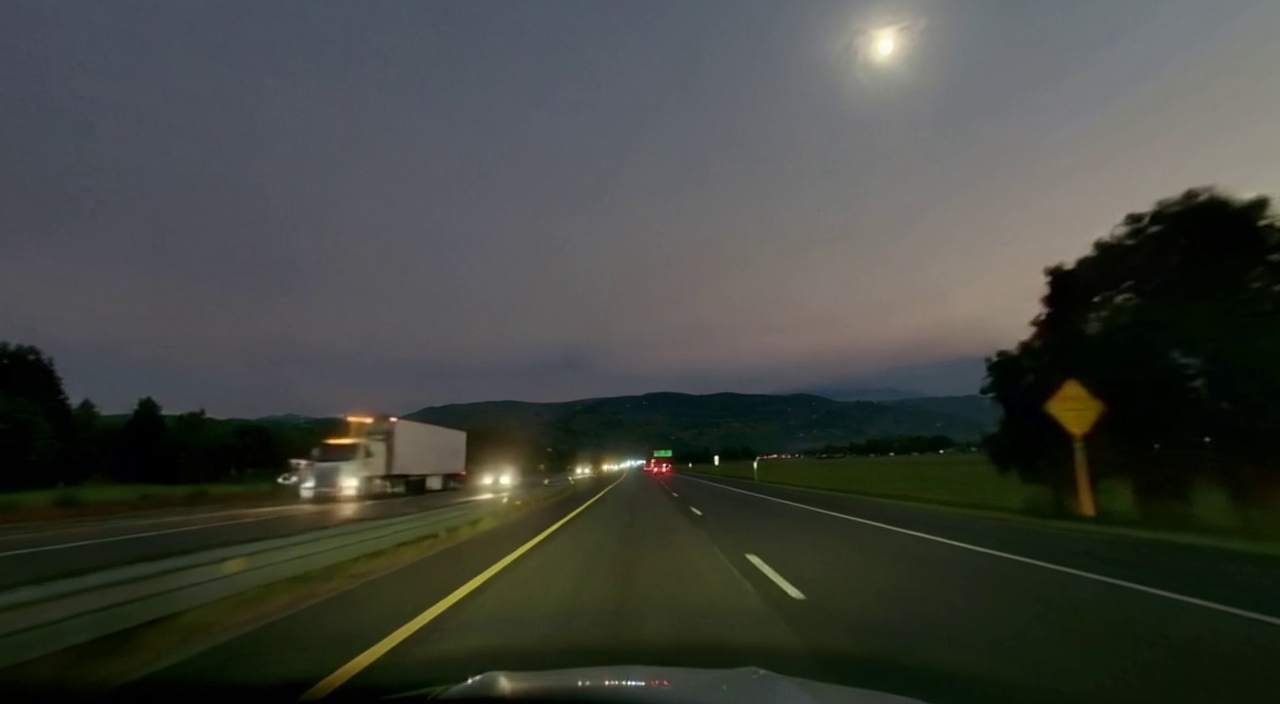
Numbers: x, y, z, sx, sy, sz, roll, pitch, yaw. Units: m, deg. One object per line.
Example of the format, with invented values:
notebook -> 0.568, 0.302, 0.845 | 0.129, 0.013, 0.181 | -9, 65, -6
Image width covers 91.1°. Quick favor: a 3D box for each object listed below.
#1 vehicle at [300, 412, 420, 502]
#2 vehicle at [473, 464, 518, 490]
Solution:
vehicle -> -13.633, 5.243, 31.260 | 3.010, 3.997, 5.844 | 1, -10, 0
vehicle -> -9.327, 8.101, 40.922 | 1.903, 1.543, 4.233 | 1, -10, 0
